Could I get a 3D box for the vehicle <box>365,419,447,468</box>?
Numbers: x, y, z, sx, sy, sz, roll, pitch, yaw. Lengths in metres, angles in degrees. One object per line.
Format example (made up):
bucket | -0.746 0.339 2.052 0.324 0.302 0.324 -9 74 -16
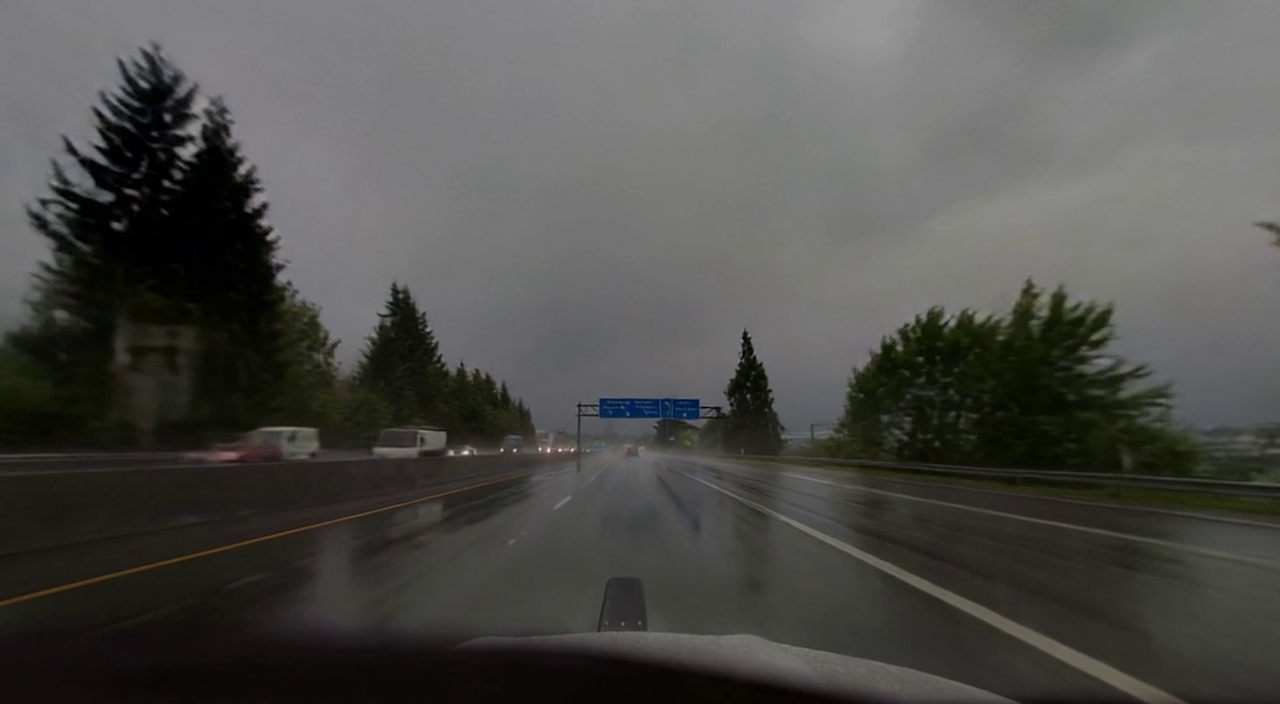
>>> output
vehicle | -12.355 4.943 33.772 2.239 2.369 5.555 0 -9 0
